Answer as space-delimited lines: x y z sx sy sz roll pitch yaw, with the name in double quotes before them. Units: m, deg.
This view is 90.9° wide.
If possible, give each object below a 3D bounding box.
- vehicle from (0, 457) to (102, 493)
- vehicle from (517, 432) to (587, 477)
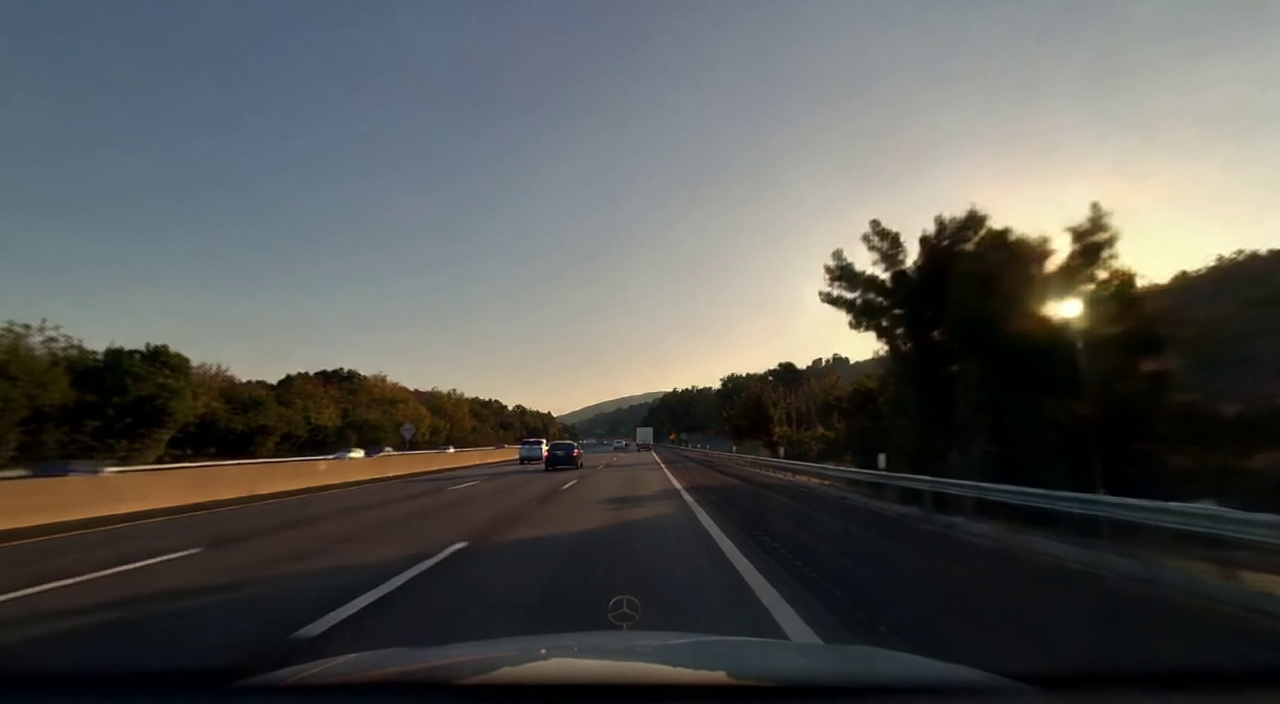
"vehicle" -29.258 5.897 30.576 1.865 1.479 5.028 0 -8 1
"vehicle" -3.715 4.461 27.633 2.283 1.802 4.810 0 -8 1
